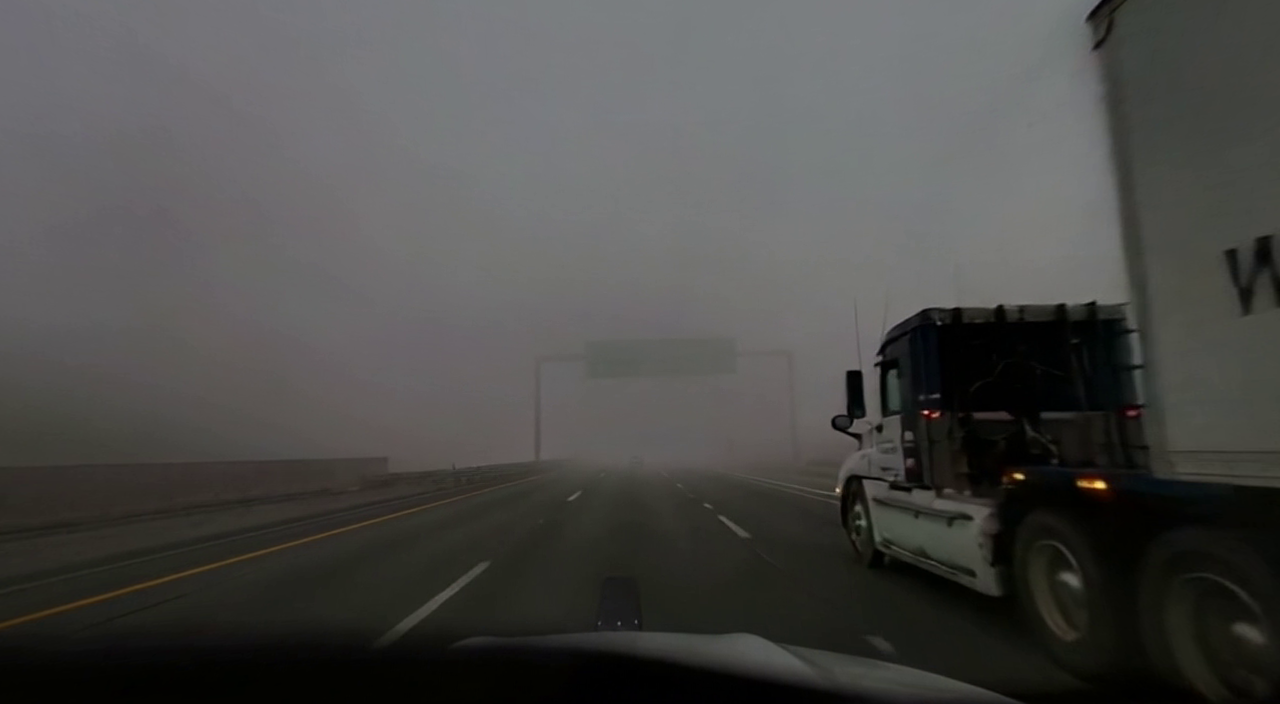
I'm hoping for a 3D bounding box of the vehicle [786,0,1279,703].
[{"bbox_3d":[4.024,0.232,5.143,3.027,3.989,10.585,0,-9,0],"label":"vehicle"}]
